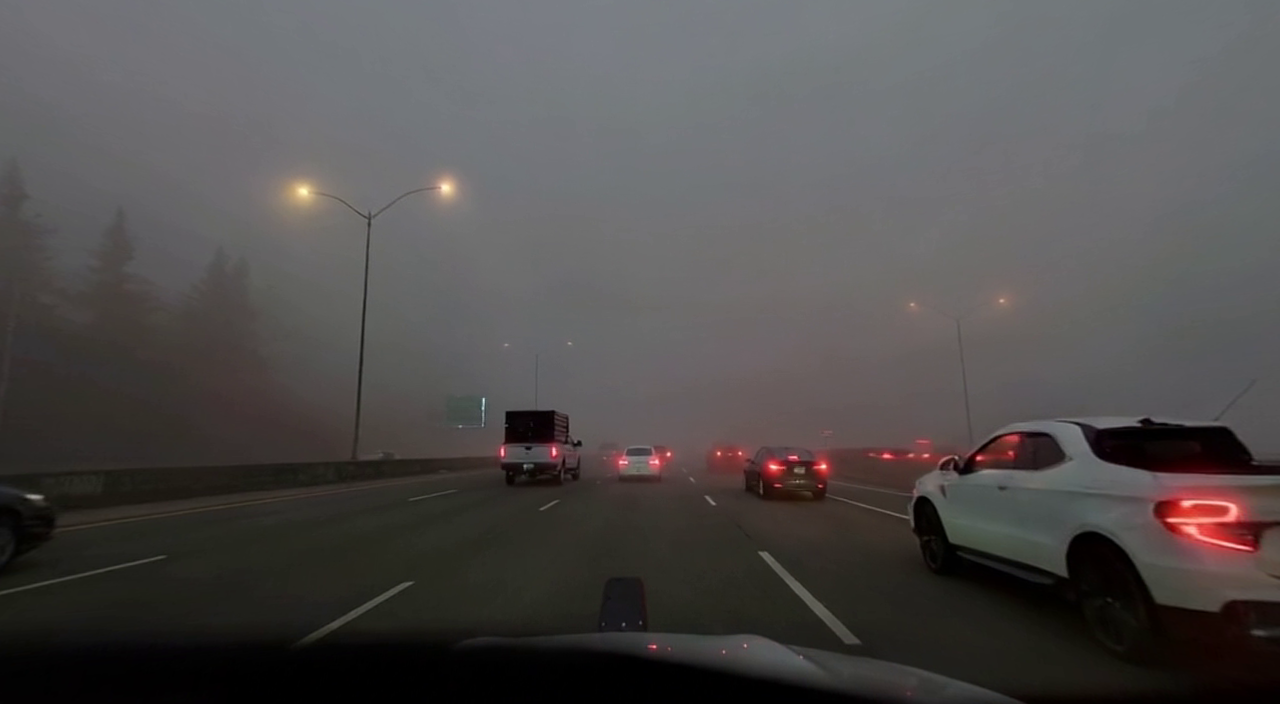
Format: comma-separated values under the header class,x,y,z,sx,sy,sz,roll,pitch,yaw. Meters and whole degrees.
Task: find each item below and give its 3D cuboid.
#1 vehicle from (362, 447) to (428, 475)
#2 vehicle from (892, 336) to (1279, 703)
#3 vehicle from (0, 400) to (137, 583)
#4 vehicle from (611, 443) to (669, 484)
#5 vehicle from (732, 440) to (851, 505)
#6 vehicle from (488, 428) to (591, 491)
class,x,y,z,sx,sy,sz,roll,pitch,yaw
vehicle,-17.448,7.760,45.287,2.160,1.888,5.408,-1,-8,5
vehicle,3.857,1.122,4.810,1.999,1.777,4.578,0,-8,1
vehicle,-7.457,1.246,5.336,2.191,1.789,4.960,0,-8,2
vehicle,0.099,4.334,24.861,2.070,1.456,4.029,-1,-8,3
vehicle,3.866,3.150,17.070,1.907,1.474,4.840,0,-8,-2
vehicle,-3.284,3.701,22.177,2.395,1.892,5.995,0,-8,2
